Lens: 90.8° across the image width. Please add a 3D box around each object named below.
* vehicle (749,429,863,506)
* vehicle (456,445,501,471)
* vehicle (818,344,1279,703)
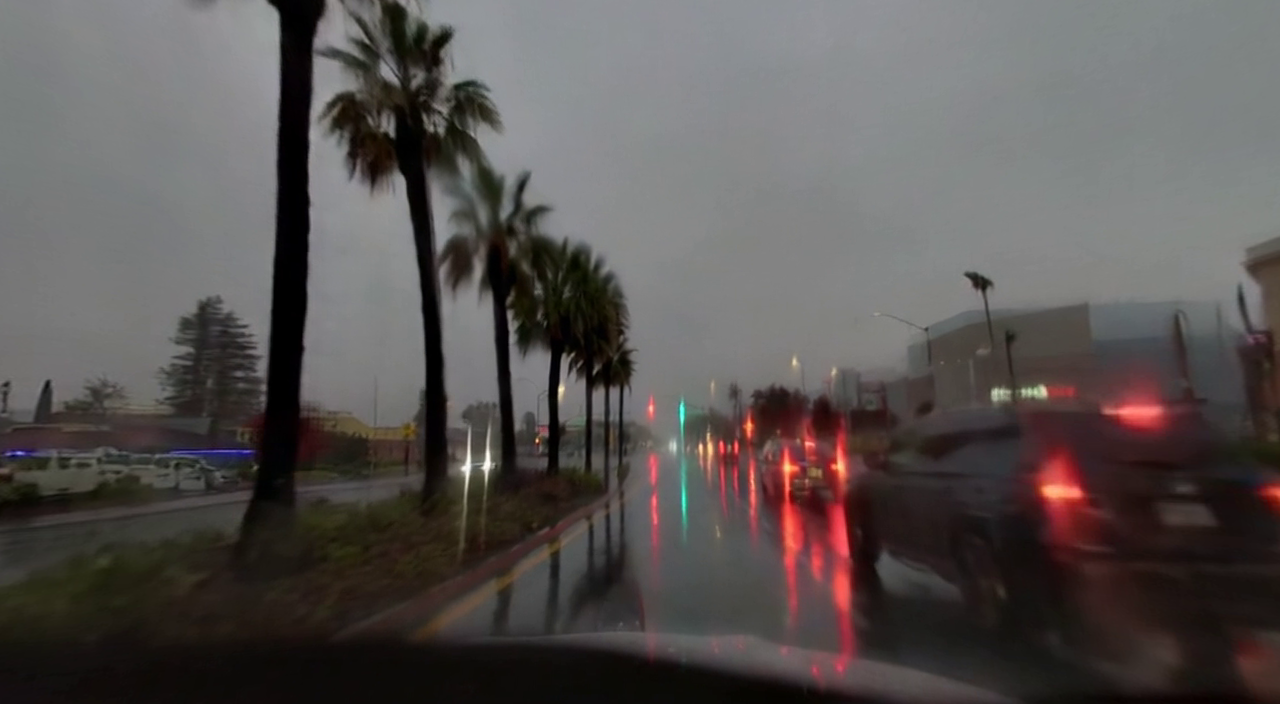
[{"bbox_3d":[4.255,3.027,17.068,2.061,1.744,4.752,-1,-8,4],"label":"vehicle"},{"bbox_3d":[-11.399,7.485,44.900,1.979,1.724,4.334,-1,-8,2],"label":"vehicle"},{"bbox_3d":[3.314,1.223,5.496,2.428,1.816,4.959,-1,-8,4],"label":"vehicle"}]
